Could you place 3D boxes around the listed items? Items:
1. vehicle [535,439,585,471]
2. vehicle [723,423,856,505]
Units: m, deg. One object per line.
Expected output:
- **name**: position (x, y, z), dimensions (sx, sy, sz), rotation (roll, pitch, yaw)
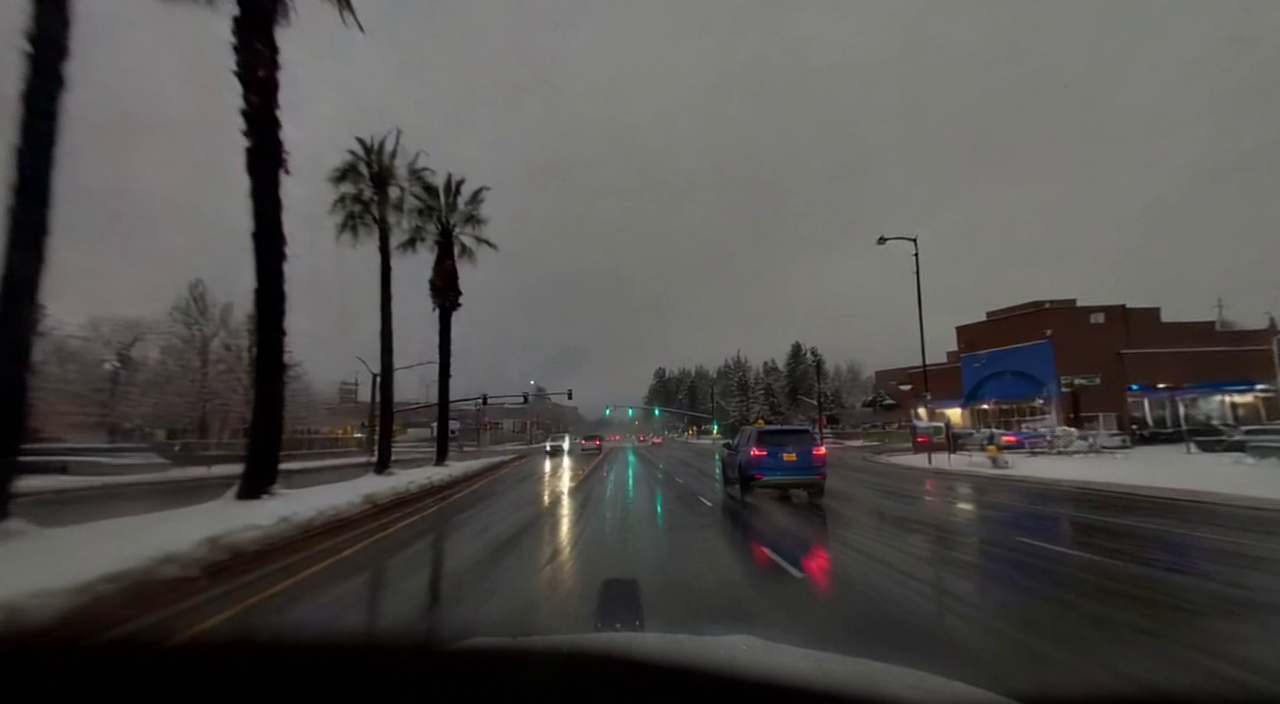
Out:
- **vehicle**: position (-3.909, 5.108, 31.572), dimensions (2.019, 1.483, 4.409), rotation (0, -8, -1)
- **vehicle**: position (3.385, 2.630, 15.230), dimensions (2.072, 1.696, 4.177), rotation (0, -8, -1)
